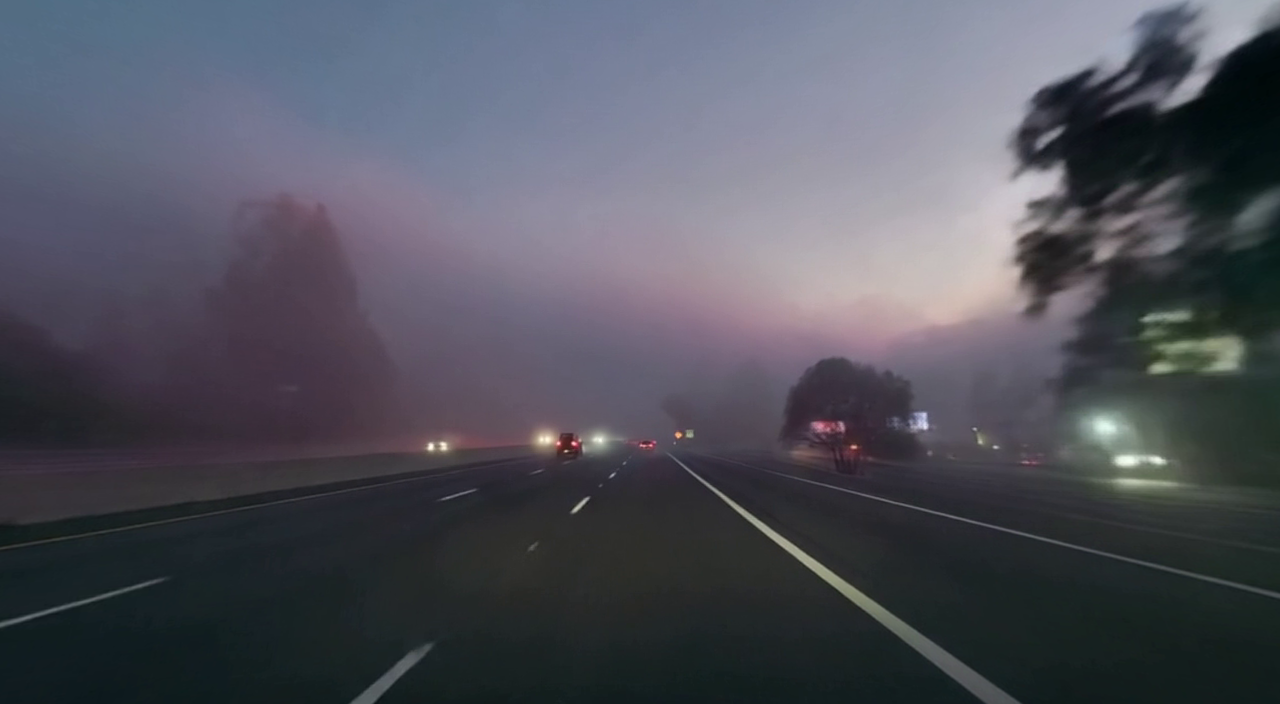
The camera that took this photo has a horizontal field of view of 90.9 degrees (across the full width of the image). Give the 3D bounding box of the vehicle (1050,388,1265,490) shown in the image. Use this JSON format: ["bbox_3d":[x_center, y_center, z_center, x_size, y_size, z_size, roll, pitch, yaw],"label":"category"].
[{"bbox_3d":[18.969,3.279,23.723,3.411,3.351,5.369,0,-8,1],"label":"vehicle"}]
